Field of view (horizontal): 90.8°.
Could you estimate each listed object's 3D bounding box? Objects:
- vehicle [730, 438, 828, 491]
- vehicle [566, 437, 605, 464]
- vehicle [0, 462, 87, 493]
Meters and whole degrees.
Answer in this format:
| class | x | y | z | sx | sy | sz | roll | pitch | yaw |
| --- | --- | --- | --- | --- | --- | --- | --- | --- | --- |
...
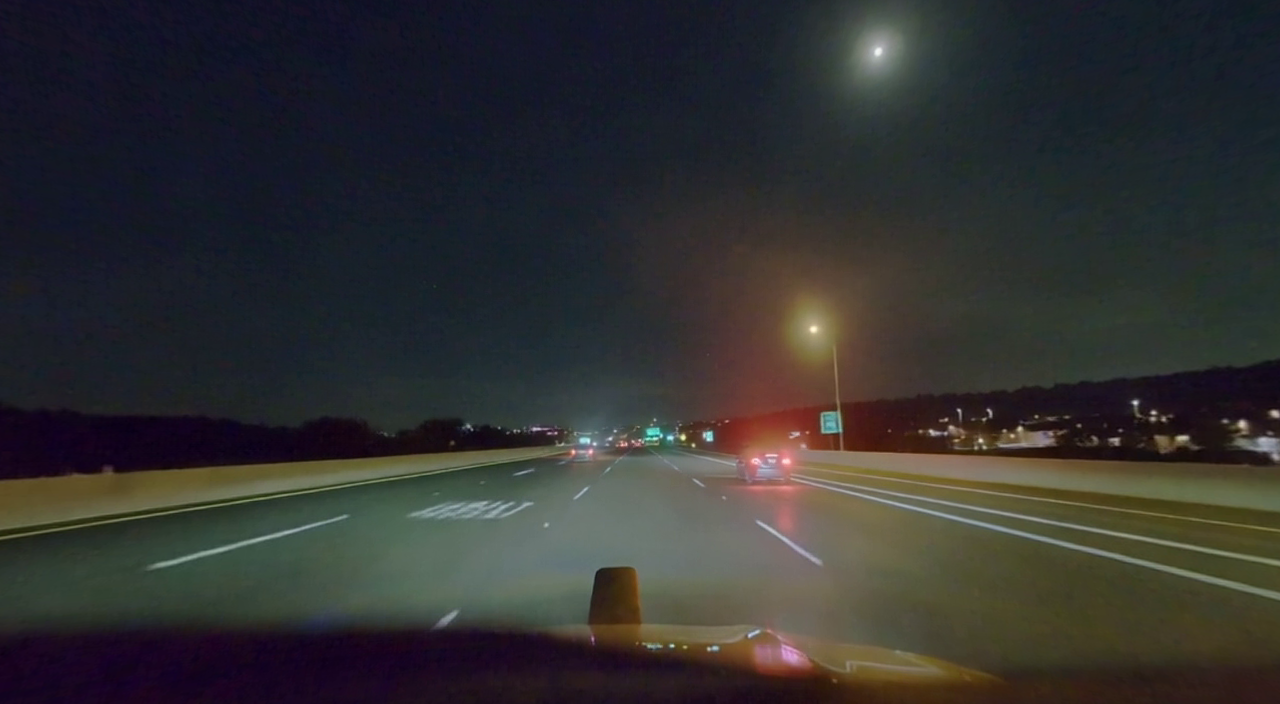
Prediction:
| class | x | y | z | sx | sy | sz | roll | pitch | yaw |
| --- | --- | --- | --- | --- | --- | --- | --- | --- | --- |
| vehicle | 4.250 | 3.515 | 20.129 | 2.060 | 1.485 | 4.274 | 0 | -9 | -1 |
| vehicle | -3.405 | 6.307 | 40.526 | 2.048 | 1.618 | 4.424 | 0 | -9 | 1 |
| vehicle | -36.360 | 7.502 | 38.032 | 1.945 | 1.591 | 4.590 | 0 | -8 | 0 |
